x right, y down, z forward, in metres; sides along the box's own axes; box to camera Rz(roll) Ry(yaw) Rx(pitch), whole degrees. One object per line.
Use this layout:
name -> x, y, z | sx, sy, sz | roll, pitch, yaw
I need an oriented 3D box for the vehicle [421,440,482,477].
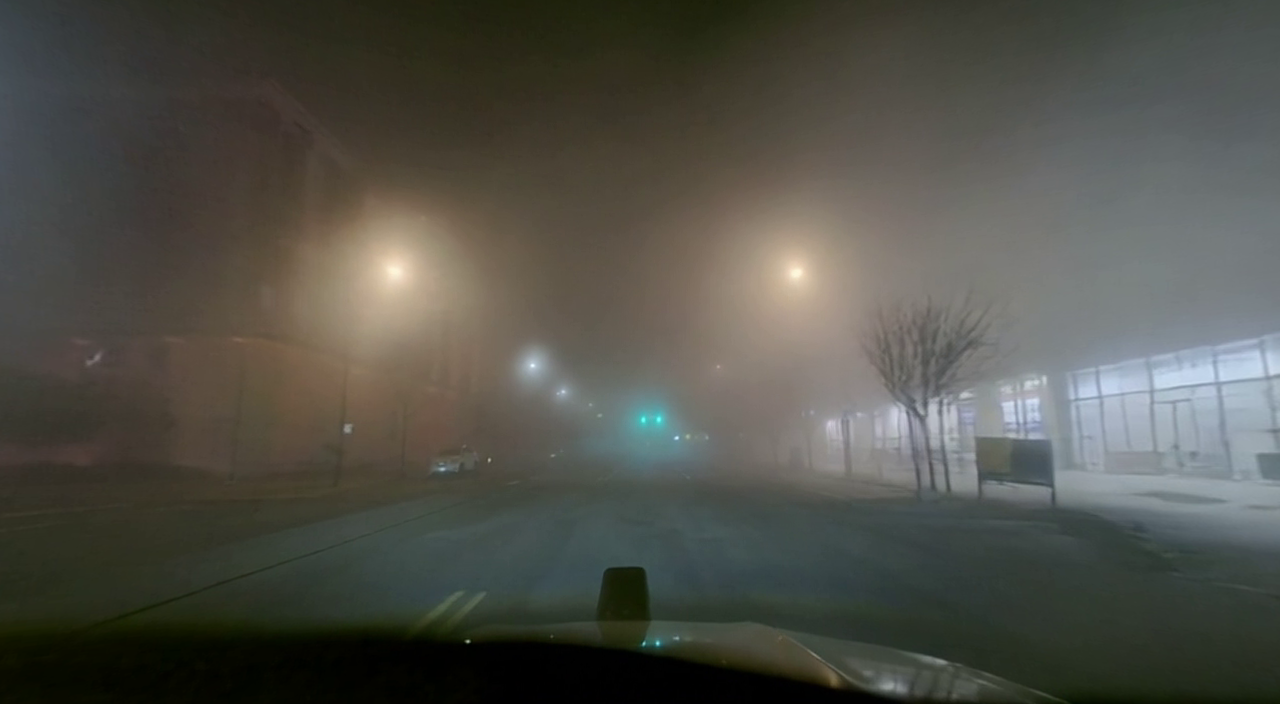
vehicle -> -10.616, 5.992, 35.788 | 2.060, 1.796, 4.675 | -2, -7, 0
